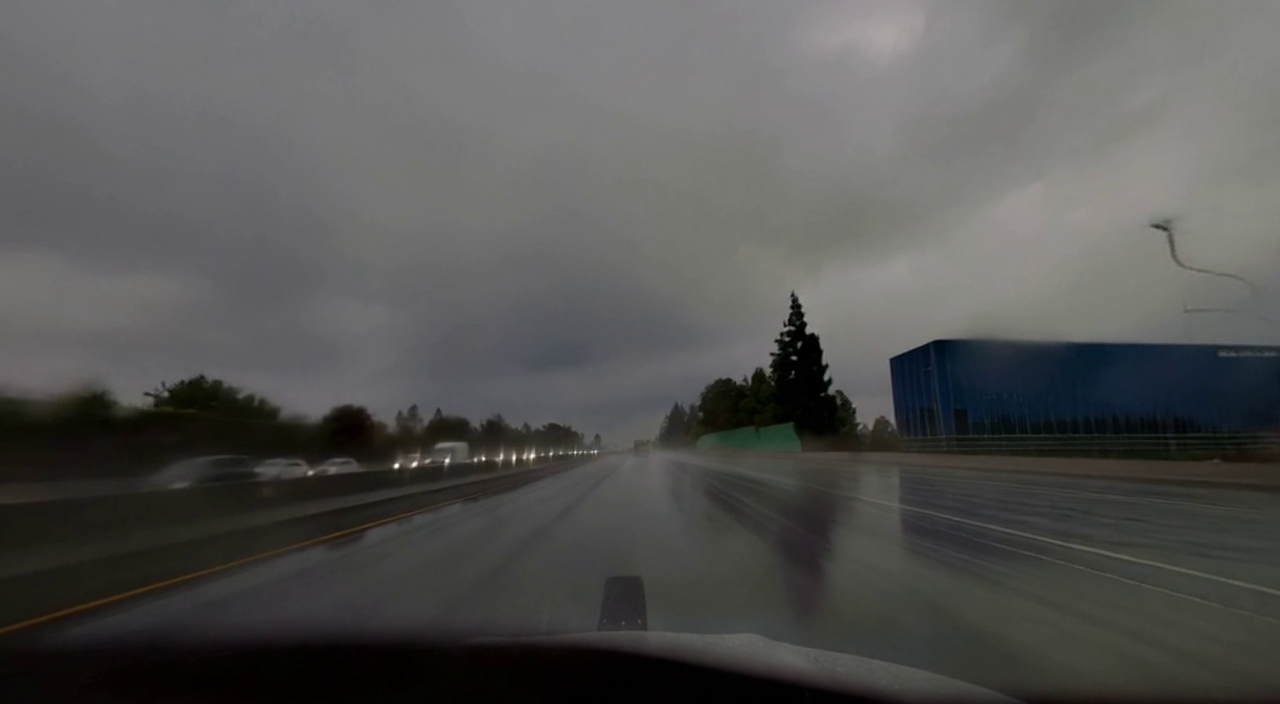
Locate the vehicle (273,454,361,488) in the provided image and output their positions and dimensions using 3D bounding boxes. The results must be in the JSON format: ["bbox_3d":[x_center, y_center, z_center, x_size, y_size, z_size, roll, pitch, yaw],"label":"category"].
[{"bbox_3d":[-15.942,5.889,31.407,2.046,1.523,4.376,0,-9,0],"label":"vehicle"}]

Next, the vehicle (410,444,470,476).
[{"bbox_3d":[-12.030,6.536,38.297,2.007,1.756,4.699,-1,-9,1],"label":"vehicle"}]

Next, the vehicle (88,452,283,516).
[{"bbox_3d":[-11.954,3.461,17.055,1.922,1.458,4.410,0,-9,1],"label":"vehicle"}]
